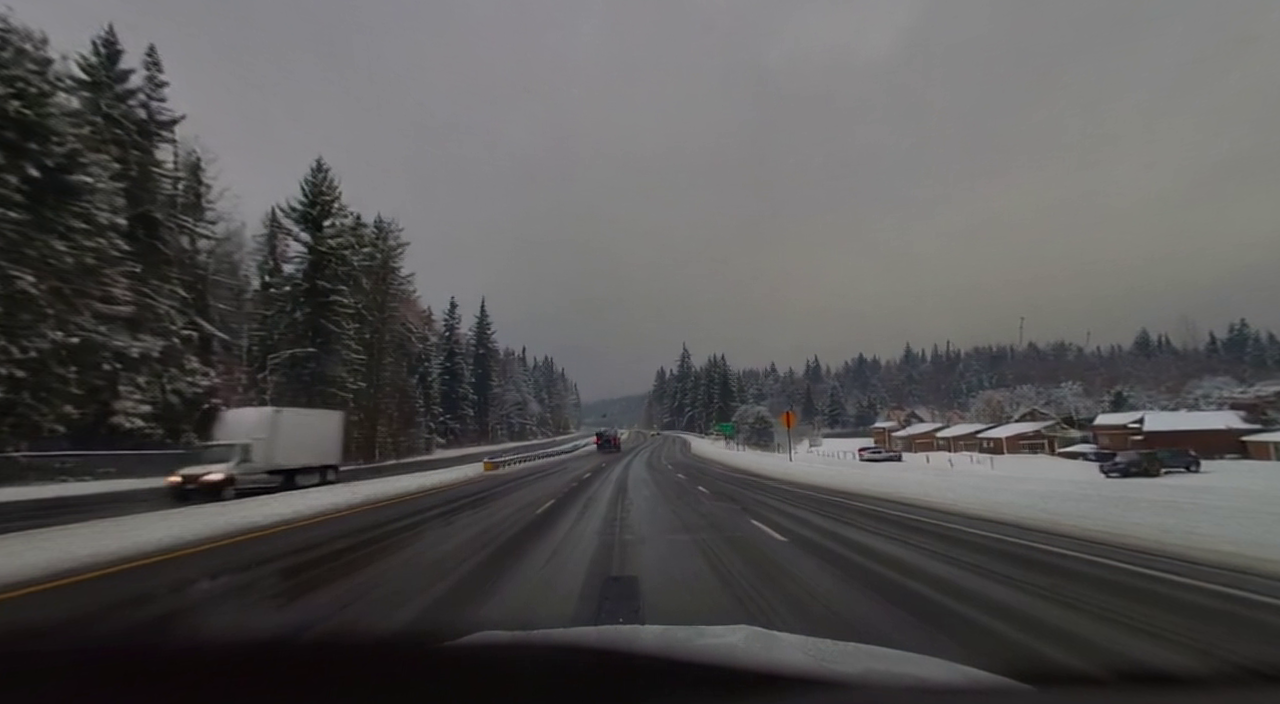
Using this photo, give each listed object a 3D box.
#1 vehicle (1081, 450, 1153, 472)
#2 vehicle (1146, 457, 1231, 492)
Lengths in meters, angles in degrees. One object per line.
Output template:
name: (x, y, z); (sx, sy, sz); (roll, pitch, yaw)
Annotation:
vehicle: (35.731, 8.166, 47.416); (3.911, 1.390, 1.702); (-3, -4, 8)
vehicle: (34.722, 7.679, 39.963); (5.275, 1.756, 2.198); (2, -9, -29)
